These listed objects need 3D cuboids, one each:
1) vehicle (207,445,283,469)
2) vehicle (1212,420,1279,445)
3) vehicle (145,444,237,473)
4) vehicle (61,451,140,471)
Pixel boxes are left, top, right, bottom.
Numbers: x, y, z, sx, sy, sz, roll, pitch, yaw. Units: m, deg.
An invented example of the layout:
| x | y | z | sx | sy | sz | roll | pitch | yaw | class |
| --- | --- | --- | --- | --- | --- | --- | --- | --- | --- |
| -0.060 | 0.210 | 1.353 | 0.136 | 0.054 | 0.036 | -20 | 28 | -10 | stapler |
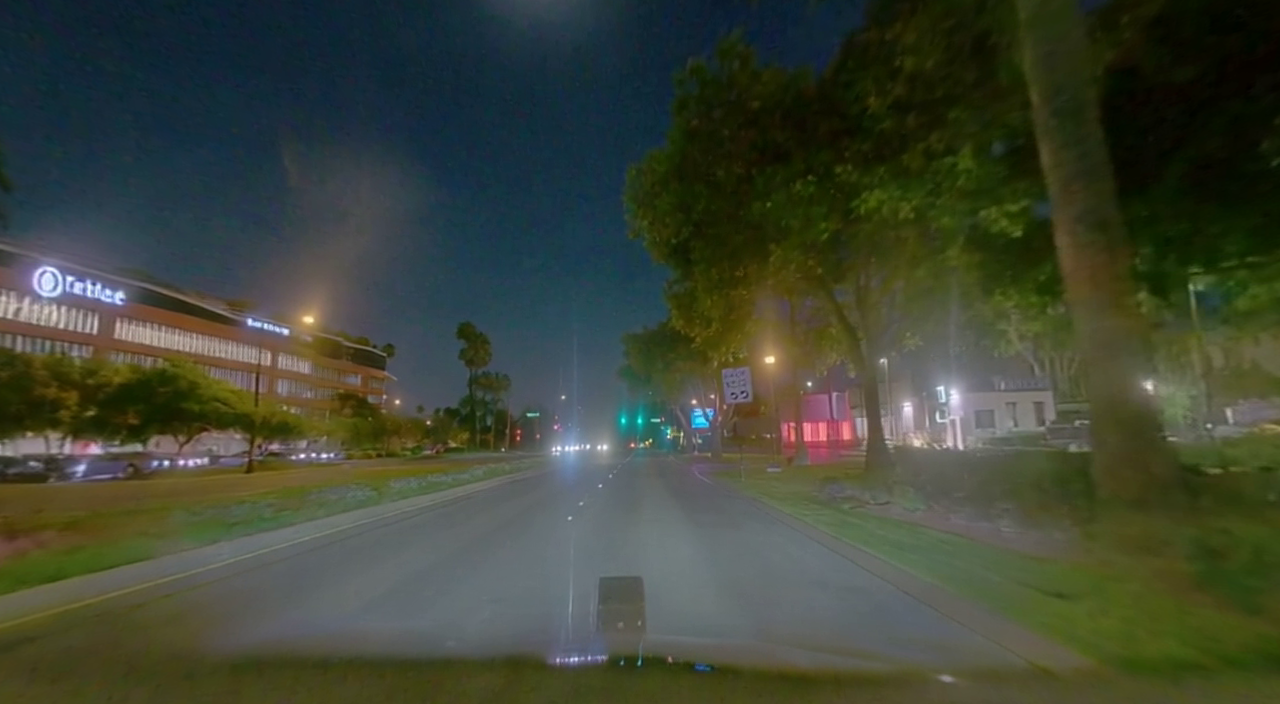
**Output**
| x | y | z | sx | sy | sz | roll | pitch | yaw | class |
| --- | --- | --- | --- | --- | --- | --- | --- | --- | --- |
| -29.382 | 7.804 | 46.779 | 4.463 | 1.497 | 1.889 | -4 | -9 | 0 | vehicle |
| 44.946 | 5.880 | 45.819 | 4.409 | 1.807 | 1.983 | 0 | -8 | -3 | vehicle |
| -29.505 | 7.019 | 41.361 | 4.293 | 1.529 | 2.347 | -4 | -9 | 0 | vehicle |
| -42.762 | 8.628 | 49.824 | 4.490 | 1.495 | 1.922 | 0 | -8 | 2 | vehicle |
